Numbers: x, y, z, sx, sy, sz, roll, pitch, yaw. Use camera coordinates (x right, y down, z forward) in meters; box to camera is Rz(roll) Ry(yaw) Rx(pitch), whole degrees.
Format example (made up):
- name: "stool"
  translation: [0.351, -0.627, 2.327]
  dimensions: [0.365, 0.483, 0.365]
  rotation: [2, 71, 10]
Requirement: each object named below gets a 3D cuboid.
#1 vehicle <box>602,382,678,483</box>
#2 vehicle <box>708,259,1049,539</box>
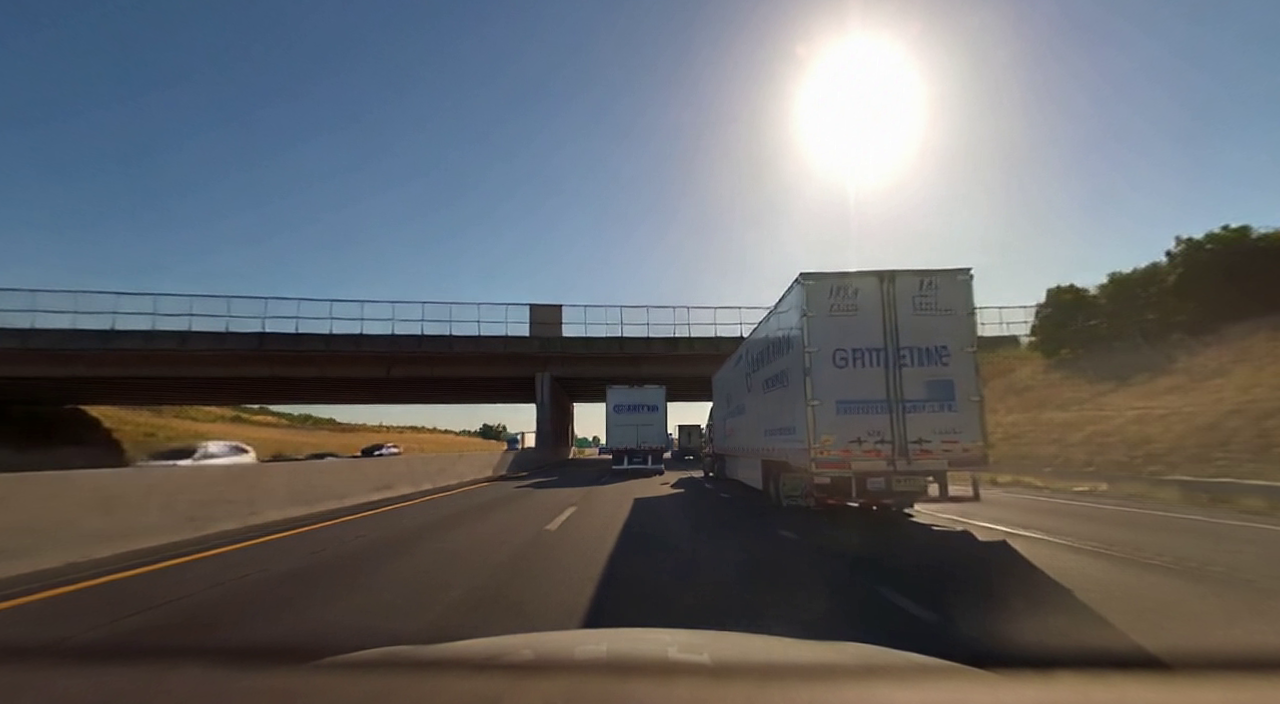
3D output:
- name: "vehicle"
  translation: [0.074, 3.793, 28.837]
  dimensions: [2.864, 3.805, 9.709]
  rotation: [0, -9, 1]
- name: "vehicle"
  translation: [4.213, 1.724, 16.467]
  dimensions: [3.044, 4.128, 14.482]
  rotation: [0, -9, -1]
